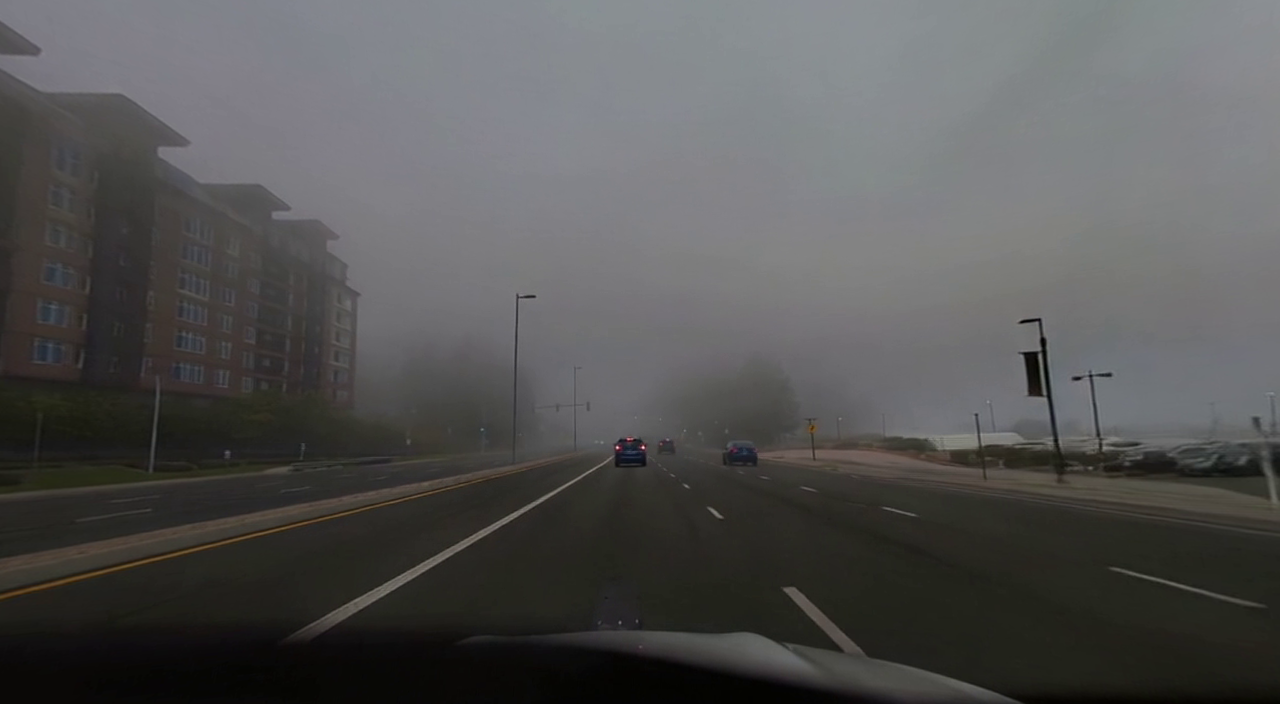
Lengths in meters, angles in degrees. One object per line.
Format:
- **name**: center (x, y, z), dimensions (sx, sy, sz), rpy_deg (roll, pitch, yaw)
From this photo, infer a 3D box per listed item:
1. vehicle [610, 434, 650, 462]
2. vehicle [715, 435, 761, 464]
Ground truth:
- **vehicle**: center (-0.689, 6.936, 45.608), dimensions (2.682, 1.908, 5.706), rpy_deg (0, -9, -1)
- **vehicle**: center (6.527, 6.534, 42.321), dimensions (2.136, 1.799, 4.796), rpy_deg (1, -9, -2)
